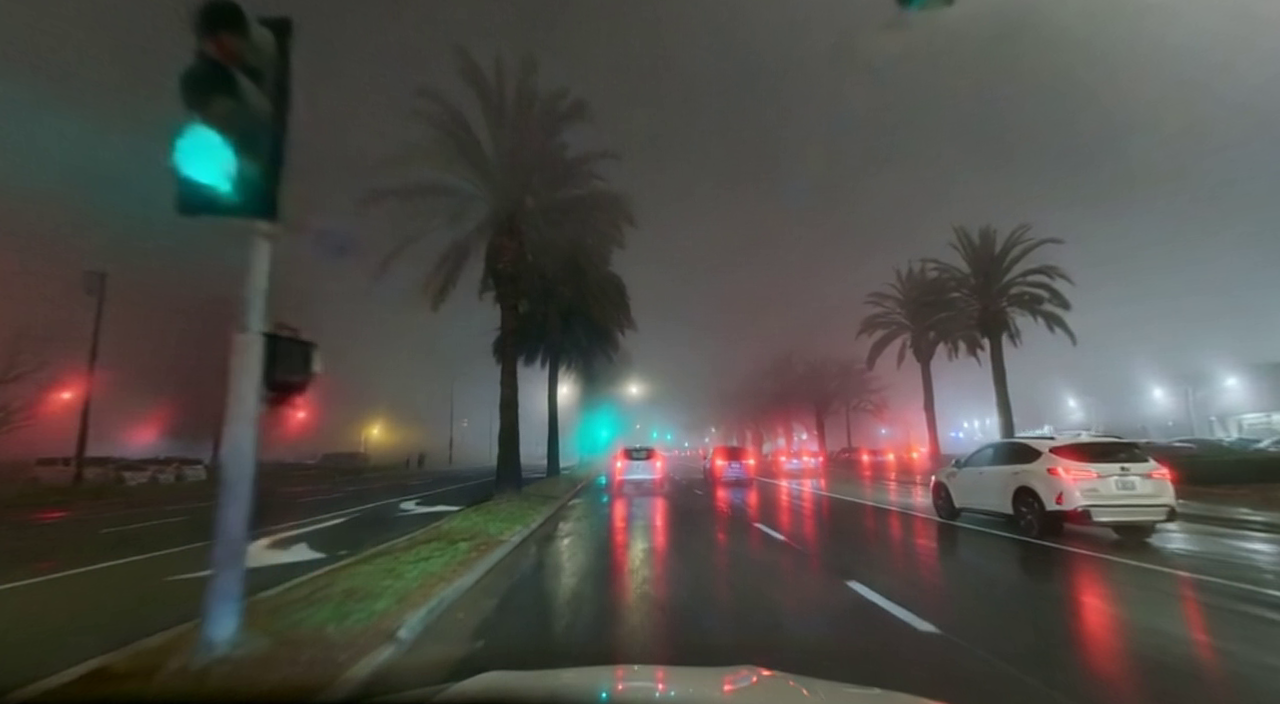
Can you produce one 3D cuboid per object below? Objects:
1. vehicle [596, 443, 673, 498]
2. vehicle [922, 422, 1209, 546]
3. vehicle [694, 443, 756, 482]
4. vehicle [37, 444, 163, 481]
[{"bbox_3d":[-0.173,3.545,19.360,2.110,1.487,3.873,0,-8,-1],"label":"vehicle"},{"bbox_3d":[6.754,2.111,10.739,1.940,1.674,4.085,0,-8,-1],"label":"vehicle"},{"bbox_3d":[3.548,4.665,27.027,1.892,1.532,4.177,0,-8,-2],"label":"vehicle"},{"bbox_3d":[-31.145,6.397,36.527,5.230,1.986,2.250,-1,-10,3],"label":"vehicle"}]
